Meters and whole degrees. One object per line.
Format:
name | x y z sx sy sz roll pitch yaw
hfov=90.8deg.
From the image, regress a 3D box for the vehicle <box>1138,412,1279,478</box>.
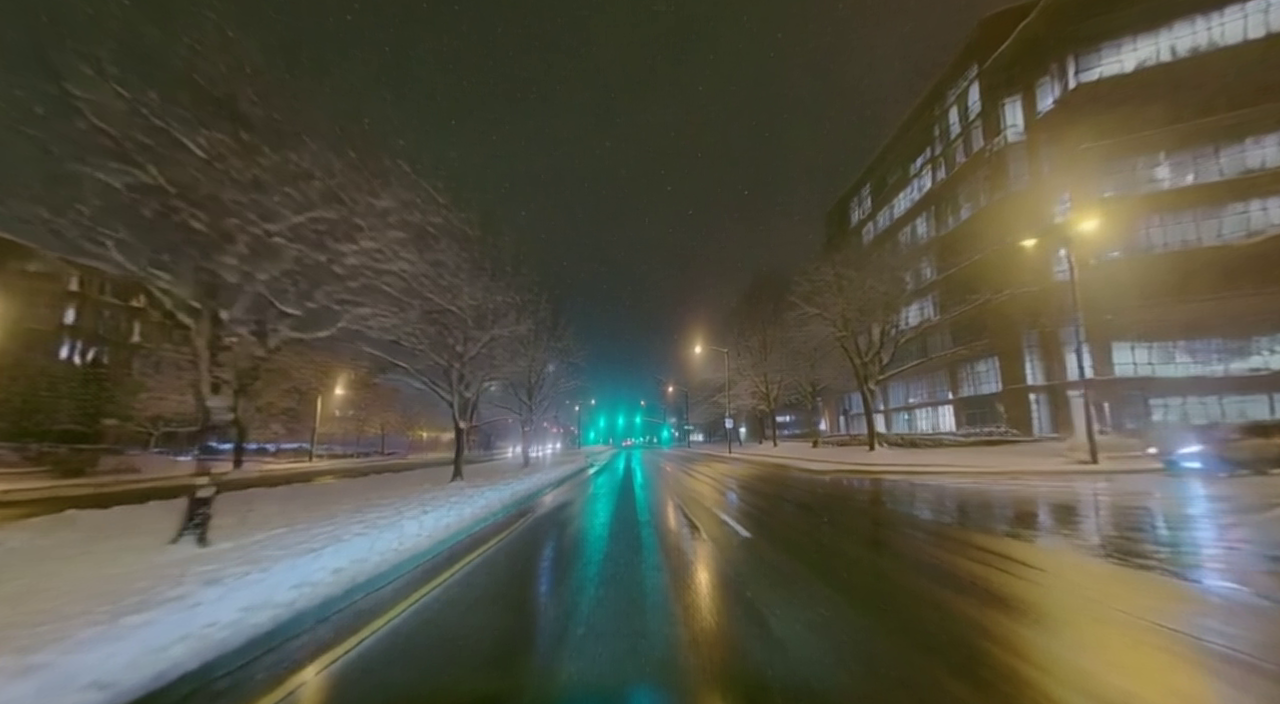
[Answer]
vehicle | 21.626 3.167 22.079 6.615 1.967 2.328 -2 -7 -5
